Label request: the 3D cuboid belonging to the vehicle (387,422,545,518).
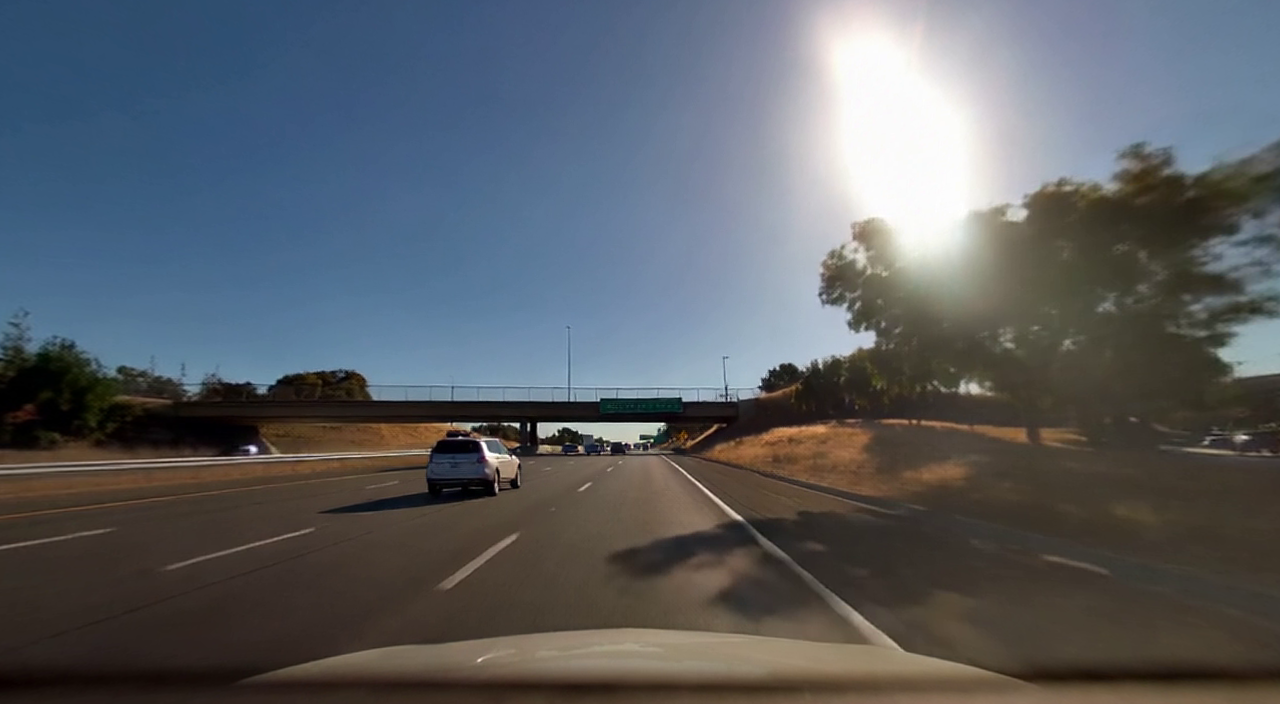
[{"bbox_3d":[-3.453,2.443,13.482,2.048,1.705,4.384,0,-8,1],"label":"vehicle"}]
